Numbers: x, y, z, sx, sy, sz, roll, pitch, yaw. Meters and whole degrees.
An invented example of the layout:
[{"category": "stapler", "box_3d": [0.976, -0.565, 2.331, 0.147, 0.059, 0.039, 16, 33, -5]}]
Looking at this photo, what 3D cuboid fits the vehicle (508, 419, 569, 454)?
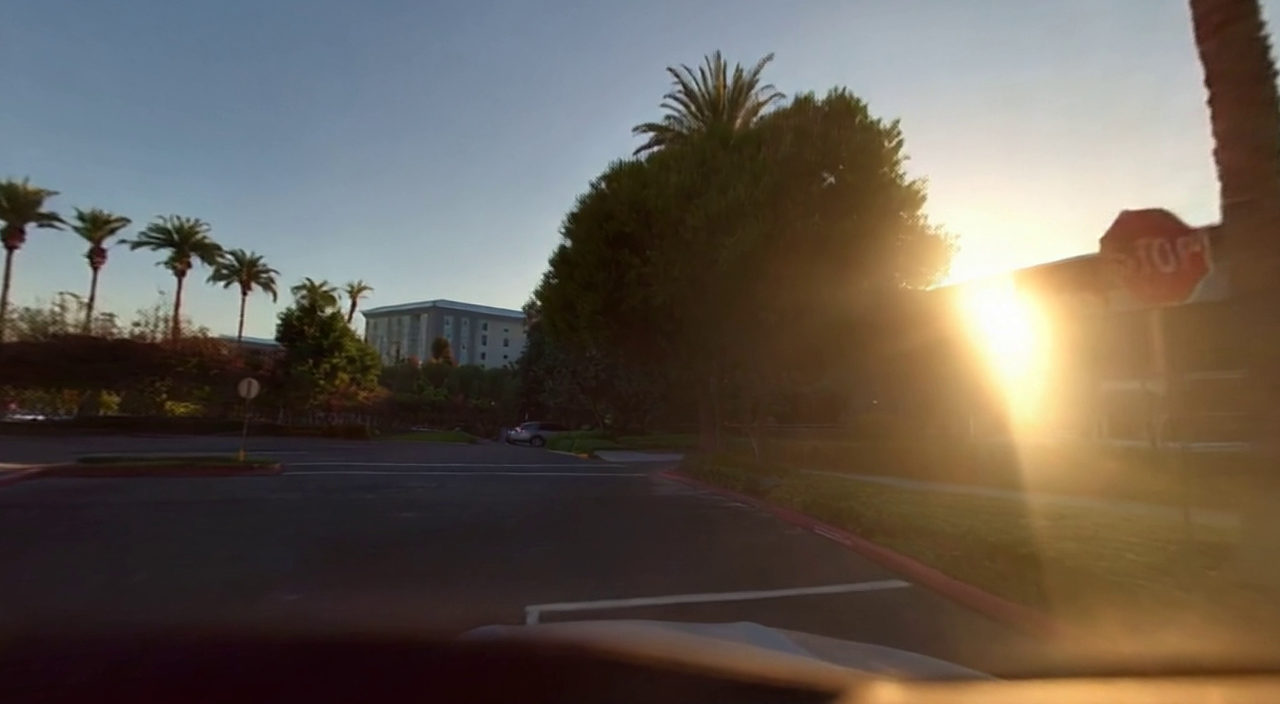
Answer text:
[{"category": "vehicle", "box_3d": [-5.392, 4.481, 33.155, 2.071, 1.700, 4.367, 3, -9, -23]}]
